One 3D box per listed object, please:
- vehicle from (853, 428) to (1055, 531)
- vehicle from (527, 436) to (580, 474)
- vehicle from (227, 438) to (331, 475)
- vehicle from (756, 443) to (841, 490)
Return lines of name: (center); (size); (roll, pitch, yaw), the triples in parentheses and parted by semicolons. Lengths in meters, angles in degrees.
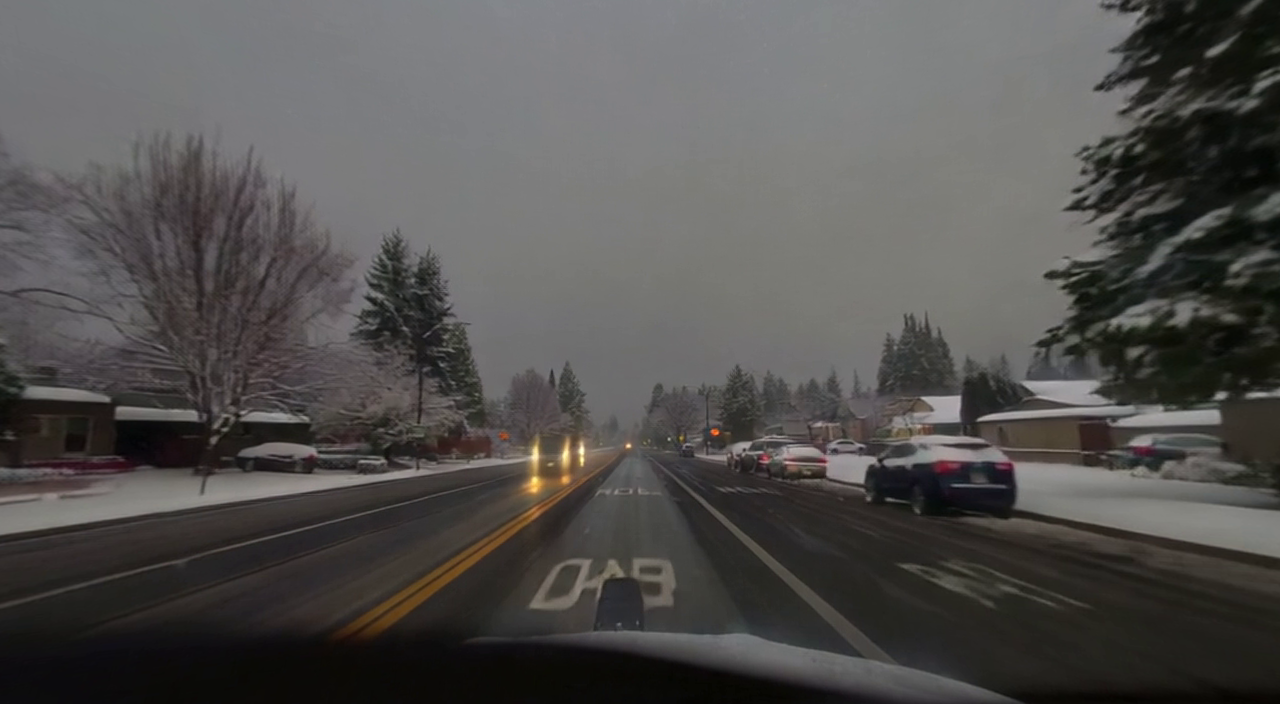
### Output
vehicle: (6.588, 2.692, 13.992); (2.099, 1.878, 4.476); (0, -8, -1)
vehicle: (-4.509, 5.443, 33.741); (2.050, 1.841, 5.290); (0, -8, 0)
vehicle: (-21.110, 6.118, 37.148); (4.461, 2.065, 2.574); (0, -8, -2)
vehicle: (6.294, 4.575, 25.688); (2.226, 1.682, 4.461); (0, -8, -1)
